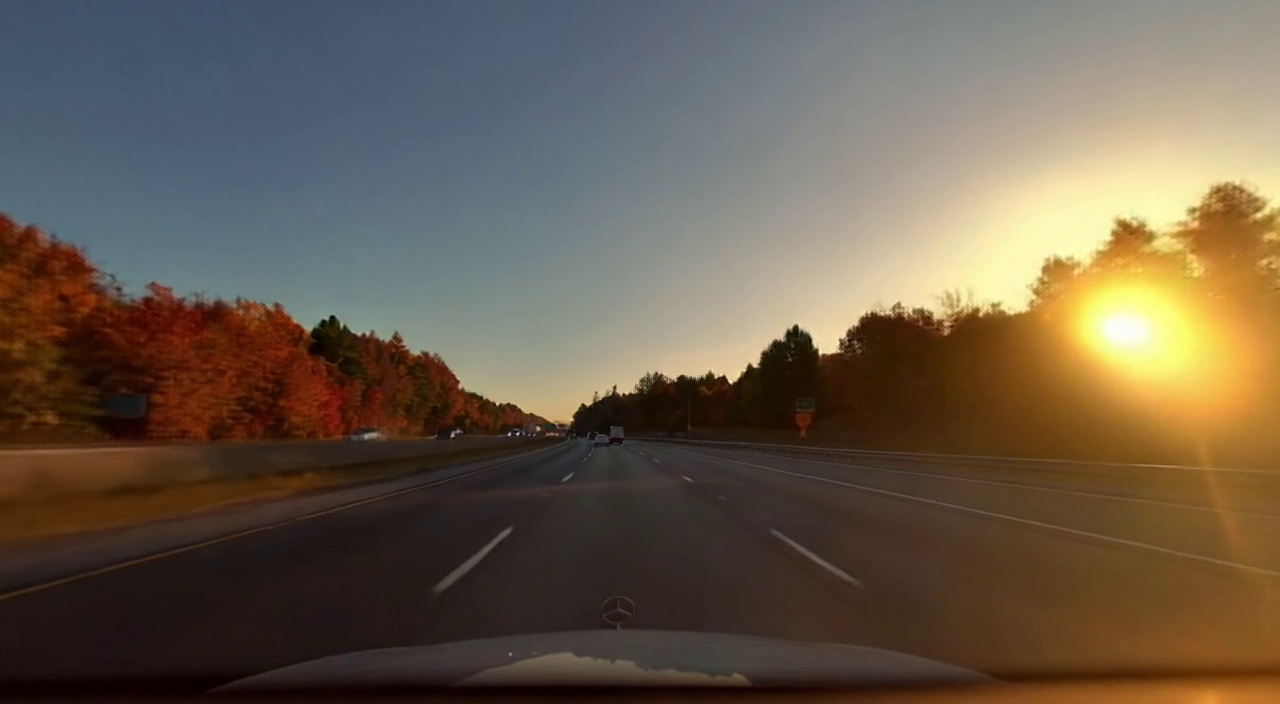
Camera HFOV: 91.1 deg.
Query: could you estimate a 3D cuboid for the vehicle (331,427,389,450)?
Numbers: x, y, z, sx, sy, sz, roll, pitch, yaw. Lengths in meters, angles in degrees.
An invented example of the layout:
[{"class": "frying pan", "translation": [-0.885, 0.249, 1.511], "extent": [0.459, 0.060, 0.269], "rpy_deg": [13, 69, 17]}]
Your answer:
[{"class": "vehicle", "translation": [-19.010, 5.886, 42.867], "extent": [1.910, 1.505, 4.760], "rpy_deg": [0, -8, -2]}]
